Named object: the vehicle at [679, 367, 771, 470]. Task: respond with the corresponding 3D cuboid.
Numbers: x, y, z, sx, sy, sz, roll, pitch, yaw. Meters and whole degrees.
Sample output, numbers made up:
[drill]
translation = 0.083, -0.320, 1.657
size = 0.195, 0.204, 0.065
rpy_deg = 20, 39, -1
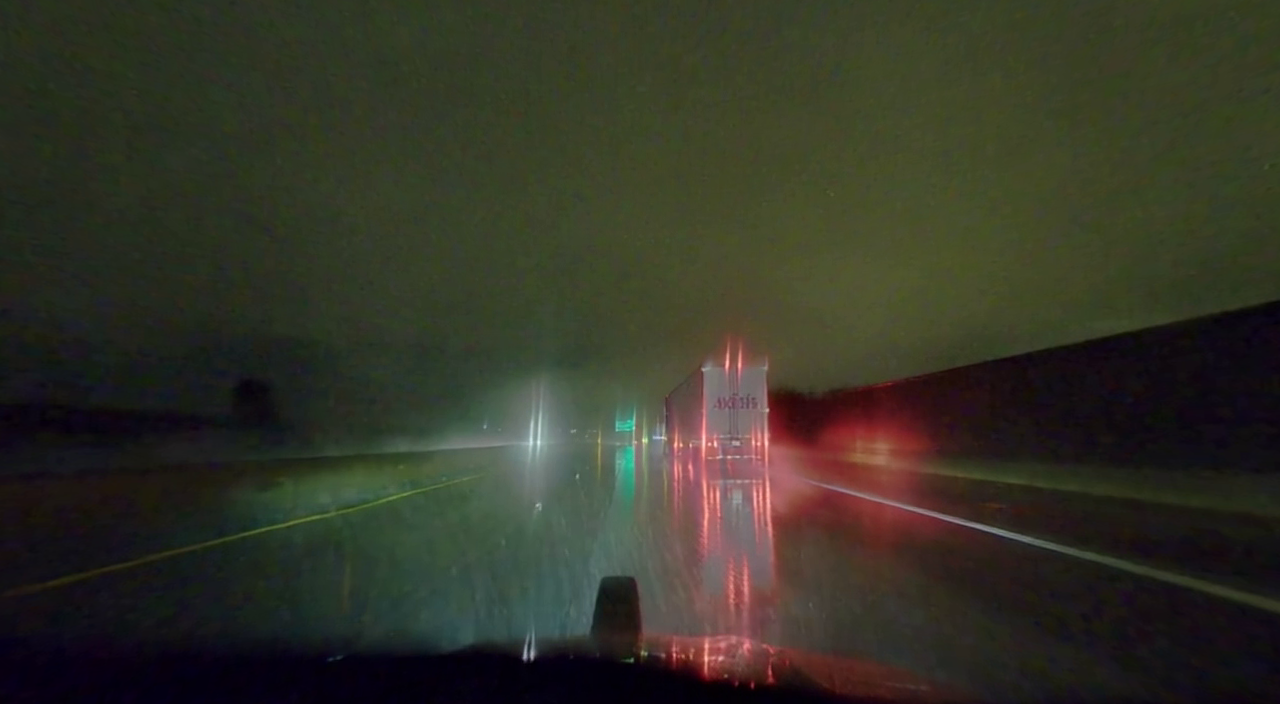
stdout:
[vehicle]
translation = 3.571, 3.199, 28.962
size = 2.880, 3.986, 9.103
rpy_deg = 0, -8, -1
